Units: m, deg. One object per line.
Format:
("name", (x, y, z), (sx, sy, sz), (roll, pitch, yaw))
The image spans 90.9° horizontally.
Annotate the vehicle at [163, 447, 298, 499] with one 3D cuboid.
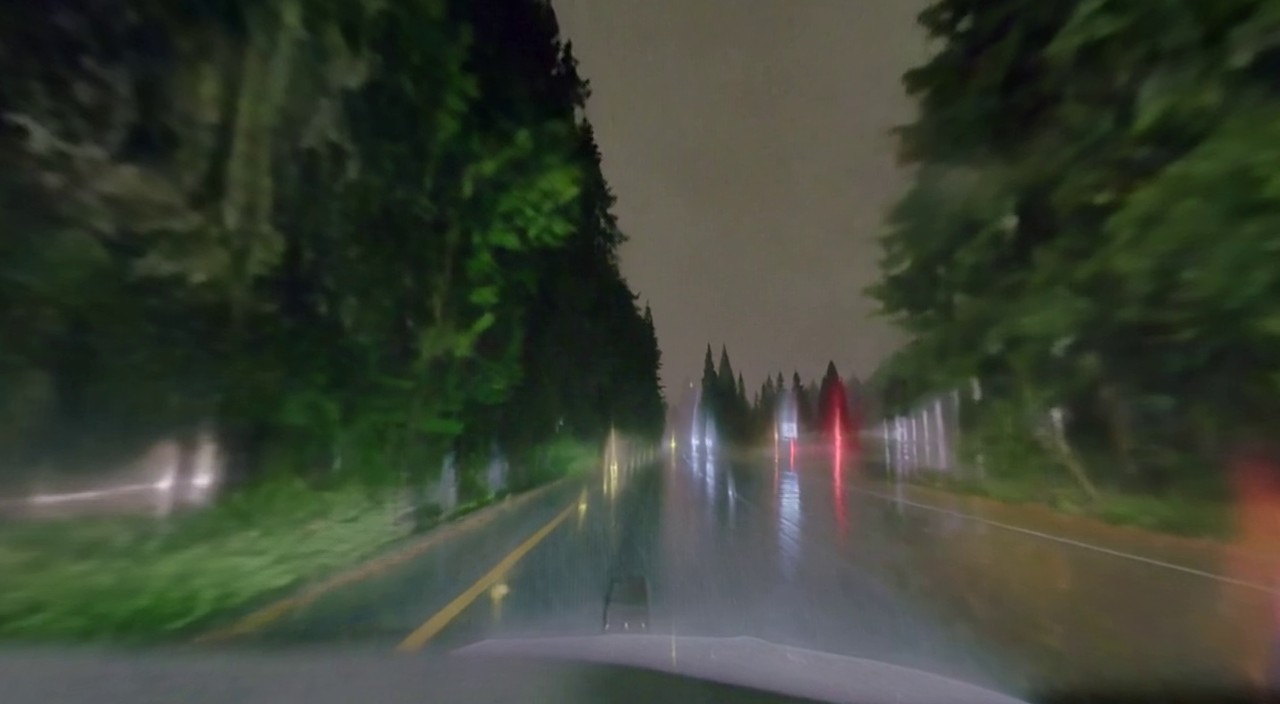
("vehicle", (-15.818, 4.655, 24.736), (2.010, 1.801, 4.777), (0, -8, 1))
